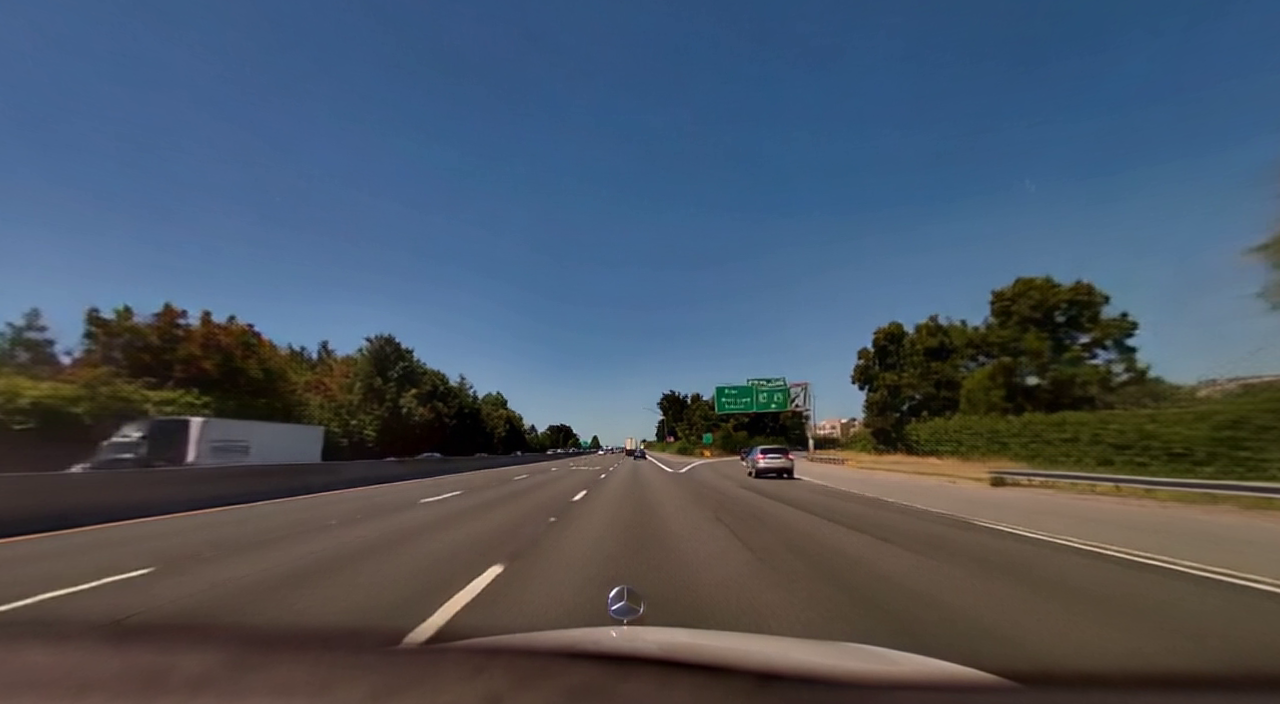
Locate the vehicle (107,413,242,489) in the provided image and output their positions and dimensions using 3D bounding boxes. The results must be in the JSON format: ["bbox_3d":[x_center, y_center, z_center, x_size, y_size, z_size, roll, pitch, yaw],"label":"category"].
[{"bbox_3d":[-25.868,5.541,35.529,2.936,3.873,5.895,0,-9,-1],"label":"vehicle"}]

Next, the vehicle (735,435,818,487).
[{"bbox_3d":[4.942,4.025,23.548,2.096,1.712,4.697,0,-9,1],"label":"vehicle"}]
